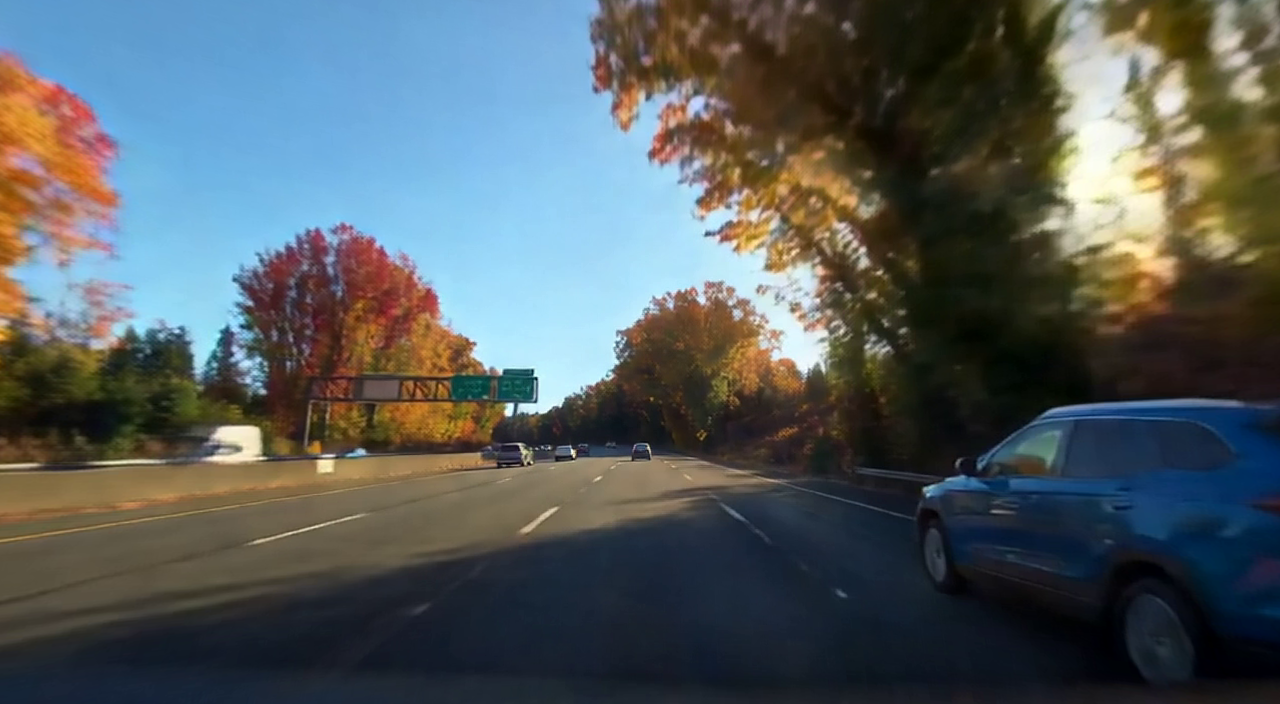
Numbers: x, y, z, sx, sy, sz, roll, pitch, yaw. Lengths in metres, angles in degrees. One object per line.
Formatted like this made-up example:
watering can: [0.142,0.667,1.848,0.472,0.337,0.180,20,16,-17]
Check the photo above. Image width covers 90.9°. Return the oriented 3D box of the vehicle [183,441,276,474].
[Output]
vehicle: [-20.625,5.281,31.872,1.859,1.539,4.123,0,-8,1]

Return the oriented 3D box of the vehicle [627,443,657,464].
vehicle: [0.154,7.240,45.065,1.985,1.450,4.266,0,-8,0]

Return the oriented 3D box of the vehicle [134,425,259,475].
vehicle: [-24.393,5.427,35.110,2.350,2.471,6.221,0,-8,0]

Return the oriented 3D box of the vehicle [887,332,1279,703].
vehicle: [3.330,0.996,3.621,2.120,1.706,4.226,0,-8,0]
